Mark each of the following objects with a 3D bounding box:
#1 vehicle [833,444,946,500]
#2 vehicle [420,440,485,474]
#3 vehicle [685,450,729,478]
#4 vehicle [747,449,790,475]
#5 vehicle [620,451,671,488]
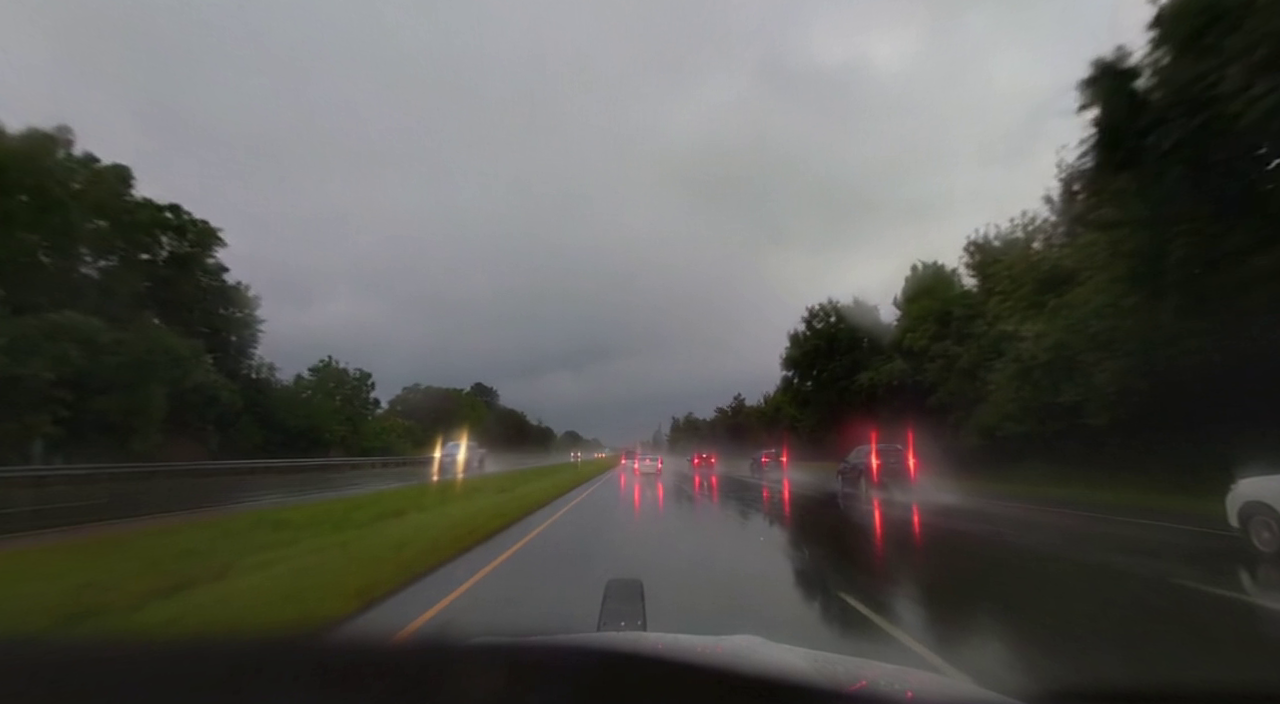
[{"bbox_3d":[7.548,3.648,19.497,1.847,1.554,3.752,0,-9,-1],"label":"vehicle"},{"bbox_3d":[-9.518,5.379,32.298,2.015,1.592,4.220,0,-9,0],"label":"vehicle"},{"bbox_3d":[3.837,6.462,36.691,1.981,1.518,4.029,0,-9,-2],"label":"vehicle"},{"bbox_3d":[8.414,7.209,41.516,1.957,1.594,3.632,0,-9,-2],"label":"vehicle"},{"bbox_3d":[0.188,4.917,26.723,2.020,1.426,3.702,0,-9,-1],"label":"vehicle"}]
